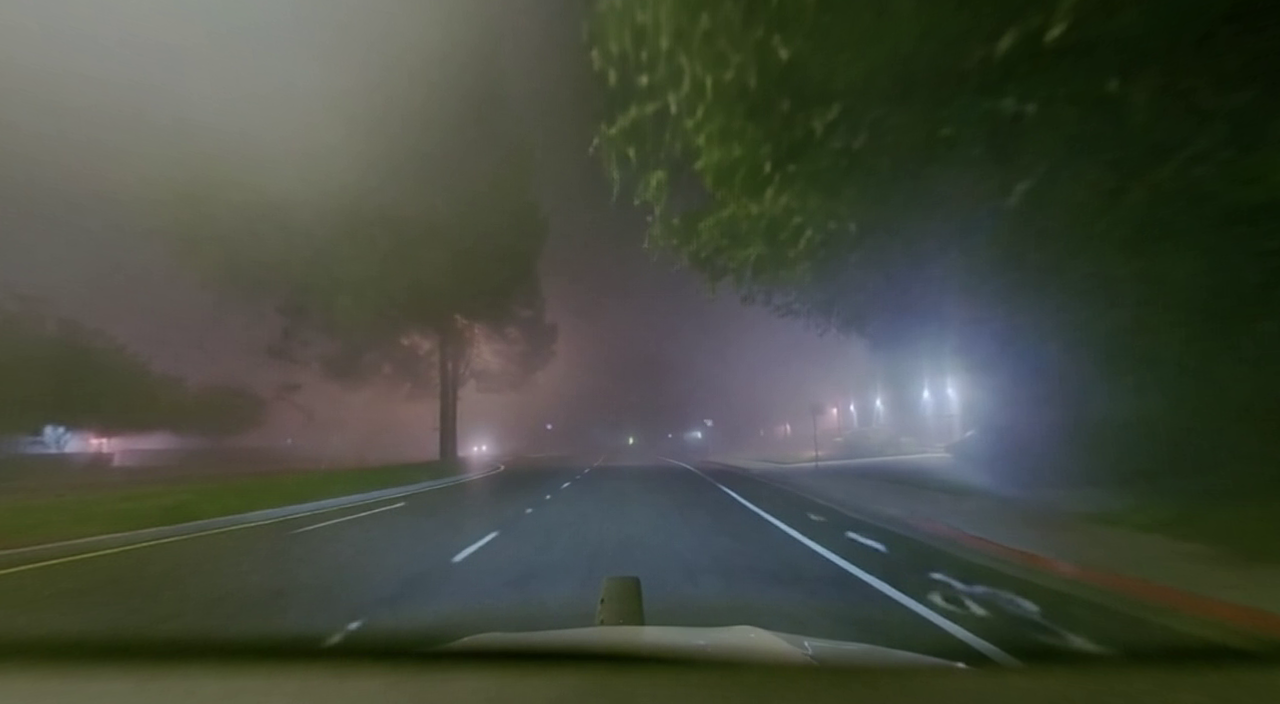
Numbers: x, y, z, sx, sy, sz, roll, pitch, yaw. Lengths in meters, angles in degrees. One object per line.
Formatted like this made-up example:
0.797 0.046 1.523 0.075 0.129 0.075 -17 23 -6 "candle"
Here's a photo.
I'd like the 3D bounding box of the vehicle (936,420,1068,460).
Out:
14.867 3.678 26.128 4.198 1.561 1.937 0 -10 1 "vehicle"
